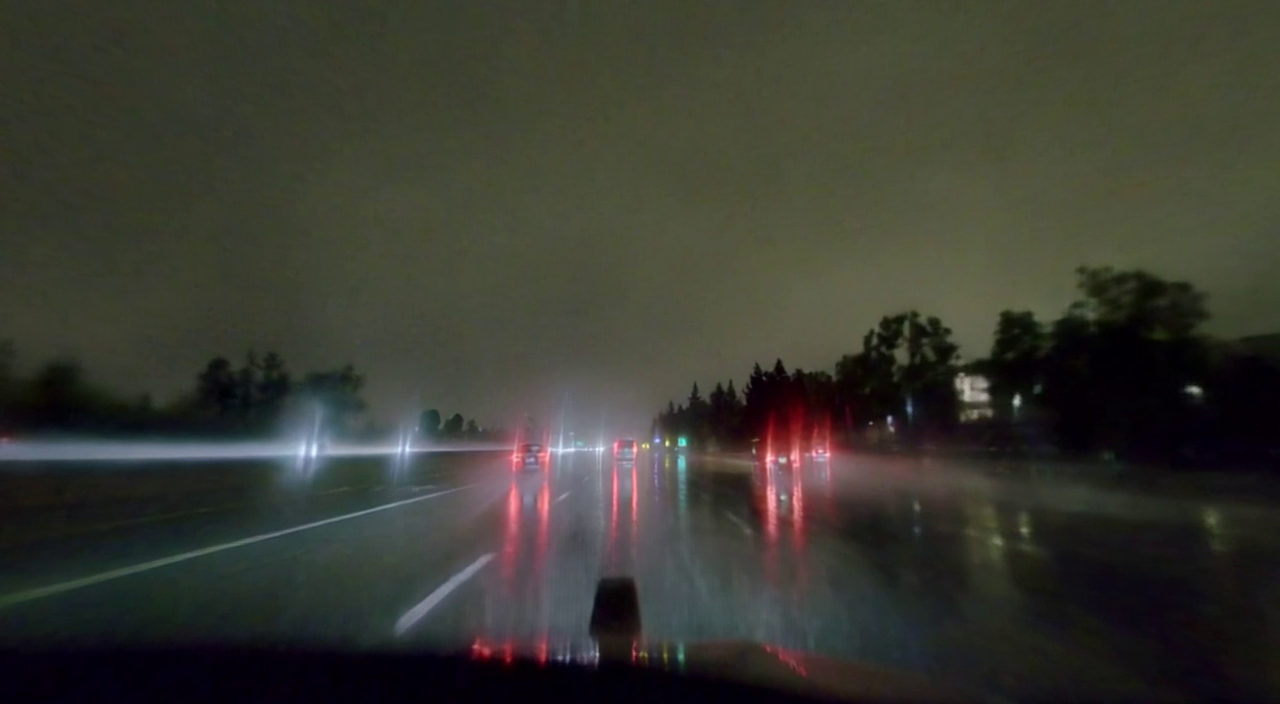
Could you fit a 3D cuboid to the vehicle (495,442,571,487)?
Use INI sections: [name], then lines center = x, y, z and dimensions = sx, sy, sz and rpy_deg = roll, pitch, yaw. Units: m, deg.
[vehicle]
center = -4.105, 4.383, 25.071
dimensions = 2.140, 1.574, 4.946
rpy_deg = 0, -8, 0
